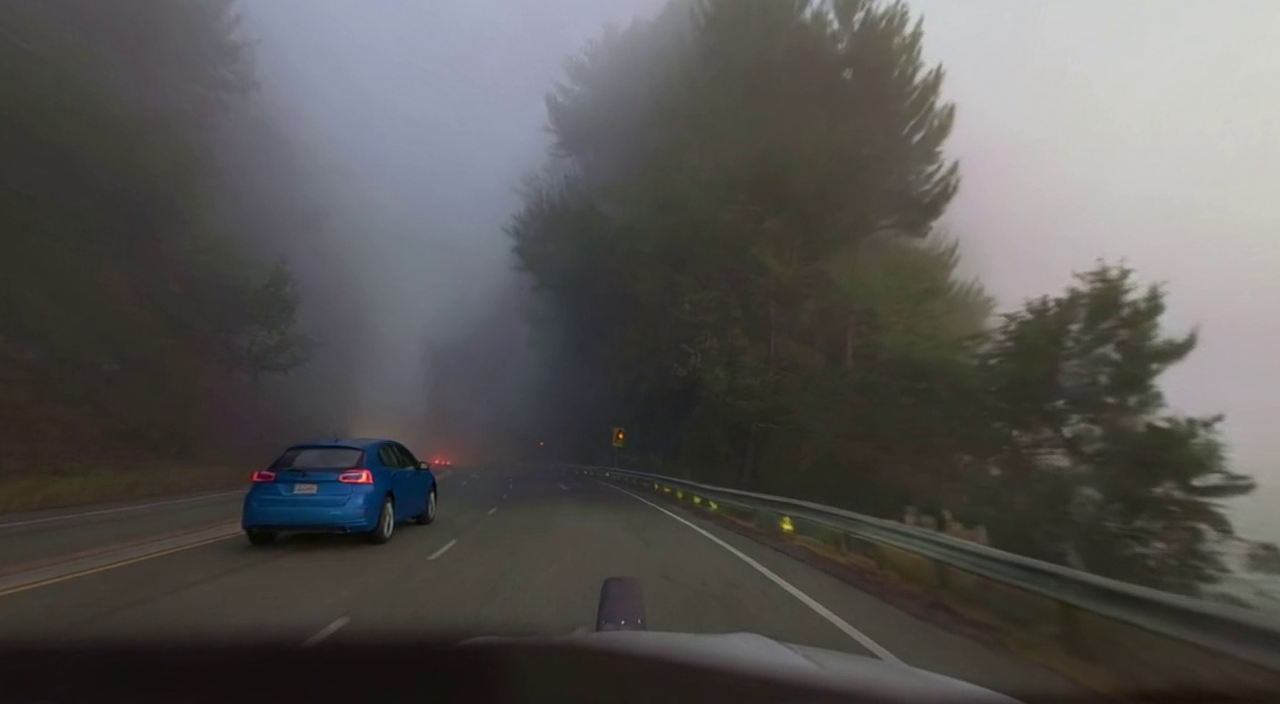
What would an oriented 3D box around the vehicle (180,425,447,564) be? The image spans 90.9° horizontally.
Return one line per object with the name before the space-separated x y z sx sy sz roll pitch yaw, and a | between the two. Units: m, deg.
vehicle | -4.477 2.006 9.523 2.078 1.607 3.959 0 -9 -4
